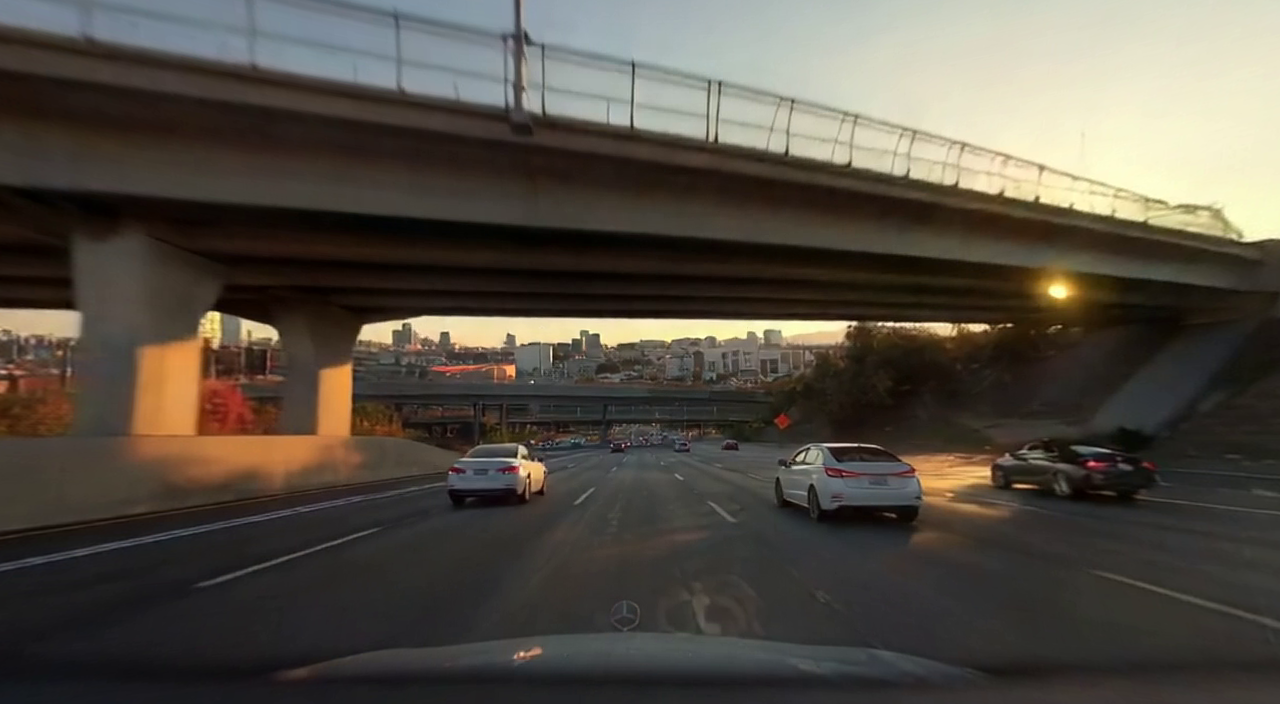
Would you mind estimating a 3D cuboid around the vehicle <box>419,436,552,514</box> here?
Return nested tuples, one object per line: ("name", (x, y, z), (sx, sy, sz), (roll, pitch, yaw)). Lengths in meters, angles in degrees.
("vehicle", (-3.407, 2.790, 14.829), (1.975, 1.536, 4.295), (0, -8, 1))

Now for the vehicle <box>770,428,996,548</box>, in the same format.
("vehicle", (3.543, 2.047, 10.175), (1.961, 1.504, 4.094), (0, -8, -1))

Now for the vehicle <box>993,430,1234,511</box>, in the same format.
("vehicle", (10.323, 2.605, 14.342), (2.019, 1.529, 4.385), (0, -8, -1))
